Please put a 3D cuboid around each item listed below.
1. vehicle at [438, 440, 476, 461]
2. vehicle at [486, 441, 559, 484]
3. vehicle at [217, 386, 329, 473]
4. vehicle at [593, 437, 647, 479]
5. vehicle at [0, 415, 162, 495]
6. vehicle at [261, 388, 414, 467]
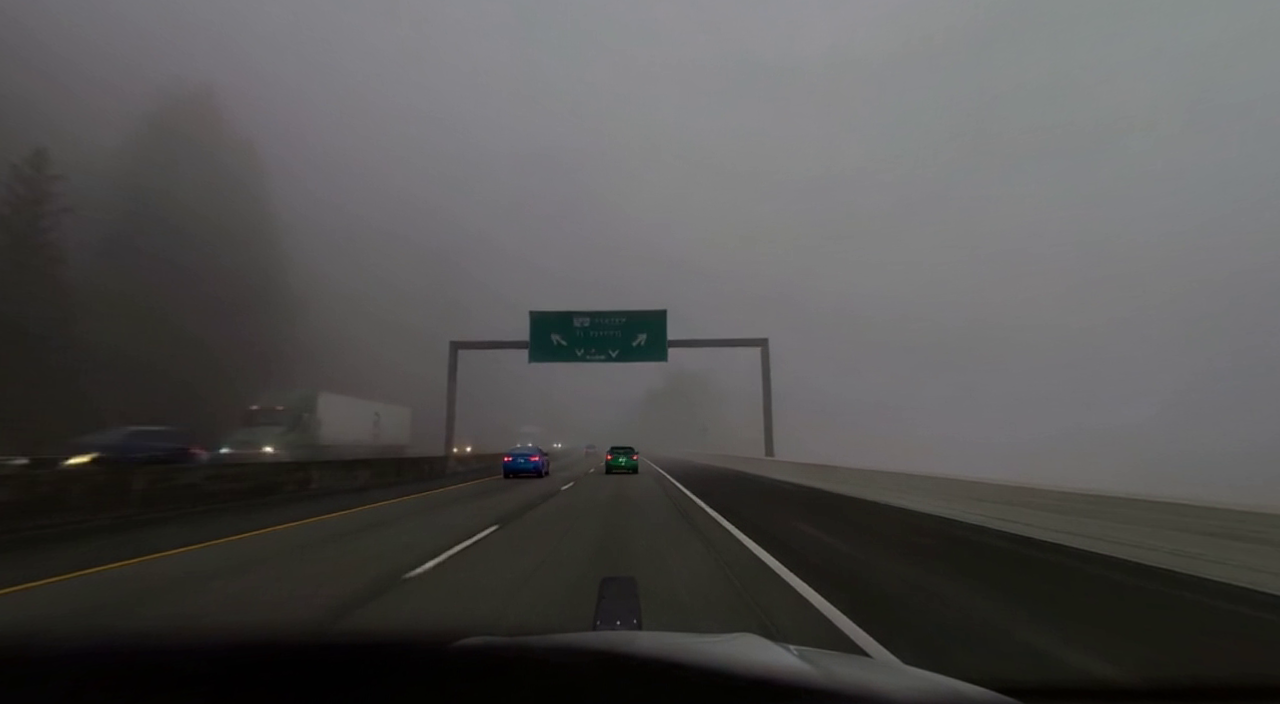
[{"bbox_3d":[-14.564,7.834,49.955,1.866,1.584,3.939,0,-9,-1],"label":"vehicle"},{"bbox_3d":[-4.683,4.483,25.723,2.103,1.588,4.709,-1,-9,0],"label":"vehicle"},{"bbox_3d":[-17.932,3.877,30.979,2.989,3.994,3.933,0,-9,-2],"label":"vehicle"},{"bbox_3d":[-0.879,4.729,28.067,2.220,1.711,4.056,0,-9,-1],"label":"vehicle"},{"bbox_3d":[-13.998,2.435,14.854,1.938,1.619,4.246,-1,-9,0],"label":"vehicle"},{"bbox_3d":[-18.151,4.969,39.444,2.895,4.041,14.097,0,-9,-1],"label":"vehicle"}]
